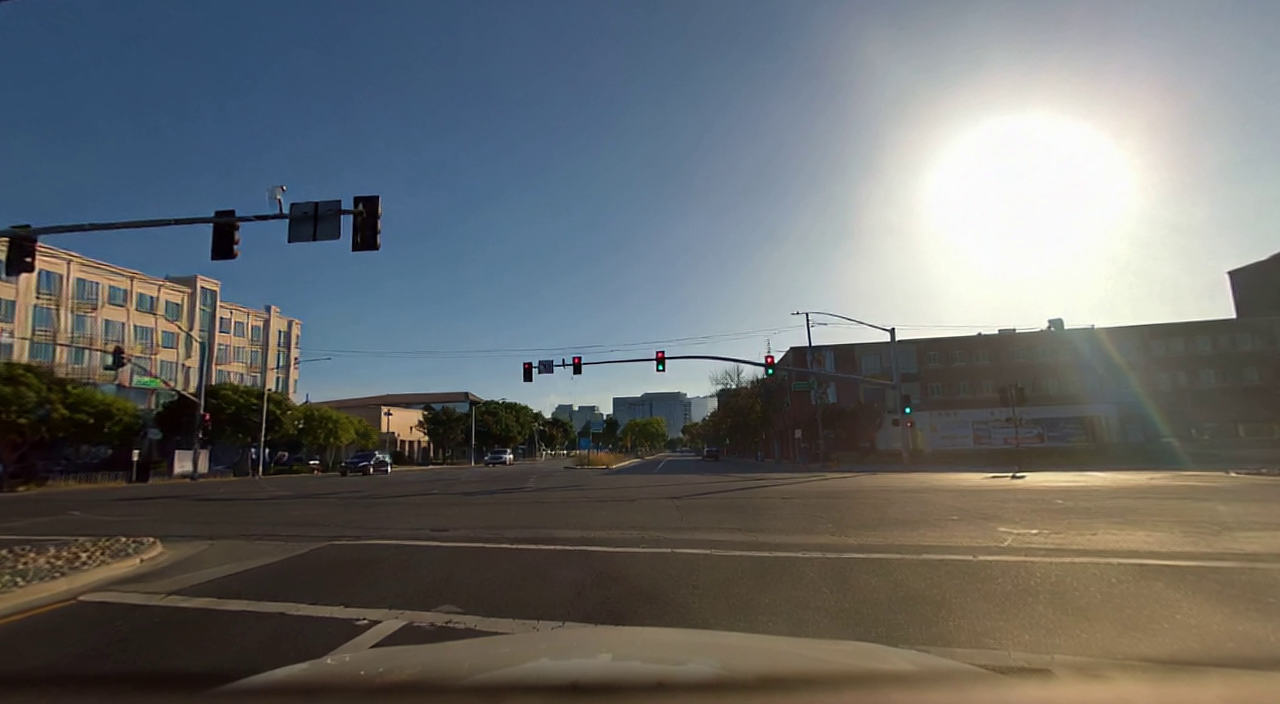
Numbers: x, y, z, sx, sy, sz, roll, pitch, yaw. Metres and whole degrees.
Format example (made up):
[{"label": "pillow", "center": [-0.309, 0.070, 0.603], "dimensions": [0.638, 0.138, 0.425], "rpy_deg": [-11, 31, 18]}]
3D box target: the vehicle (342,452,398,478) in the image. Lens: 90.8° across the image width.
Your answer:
[{"label": "vehicle", "center": [-18.830, 7.854, 44.255], "dimensions": [1.933, 1.664, 4.255], "rpy_deg": [0, -9, 1]}]
